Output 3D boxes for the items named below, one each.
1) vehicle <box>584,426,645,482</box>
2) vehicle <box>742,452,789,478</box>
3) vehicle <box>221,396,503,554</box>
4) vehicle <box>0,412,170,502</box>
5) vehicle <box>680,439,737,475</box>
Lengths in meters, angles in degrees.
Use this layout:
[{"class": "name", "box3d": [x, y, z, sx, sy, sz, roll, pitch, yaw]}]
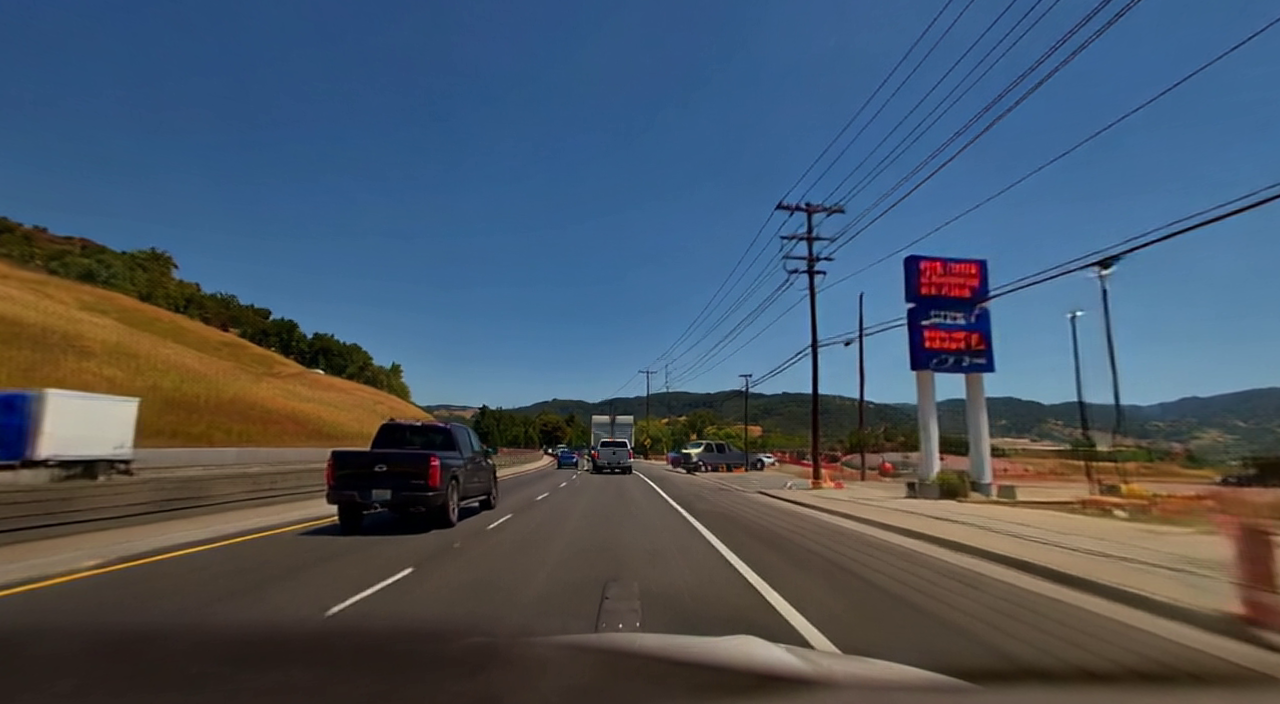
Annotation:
[{"class": "vehicle", "box3d": [-1.185, 4.587, 28.597, 2.486, 2.280, 5.291, 0, -9, -3]}, {"class": "vehicle", "box3d": [7.950, 7.190, 40.377, 1.933, 1.480, 4.249, 2, -10, -3]}, {"class": "vehicle", "box3d": [-4.167, 1.994, 10.981, 2.345, 2.012, 5.693, 0, -9, -1]}, {"class": "vehicle", "box3d": [-17.638, 2.996, 18.059, 2.787, 2.255, 7.350, -1, -9, 0]}, {"class": "vehicle", "box3d": [4.496, 7.061, 42.825, 2.706, 2.199, 6.527, 1, -9, -5]}]
